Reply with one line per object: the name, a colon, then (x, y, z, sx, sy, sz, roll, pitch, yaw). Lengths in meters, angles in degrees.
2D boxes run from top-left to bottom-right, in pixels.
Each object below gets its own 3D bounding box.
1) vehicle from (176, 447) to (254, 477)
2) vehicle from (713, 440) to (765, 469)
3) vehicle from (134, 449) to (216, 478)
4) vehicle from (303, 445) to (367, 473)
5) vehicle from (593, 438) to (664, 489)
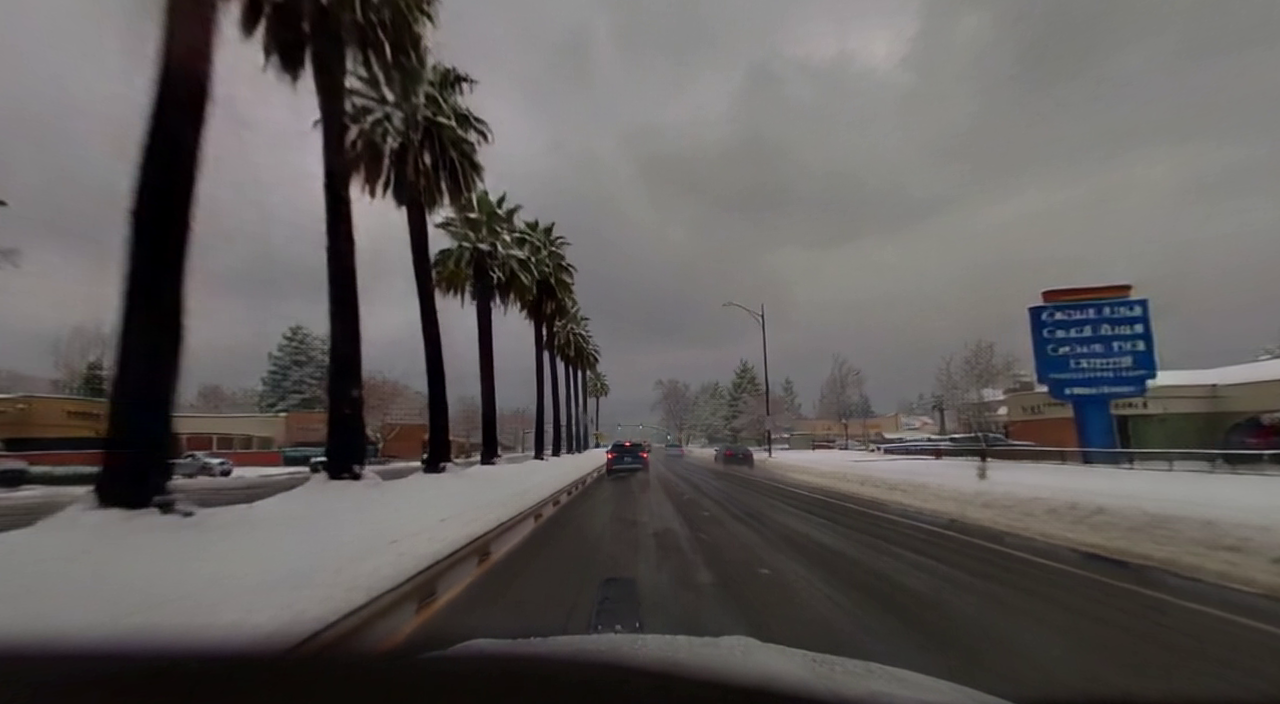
vehicle: (-27.017, 6.975, 40.319, 1.934, 1.736, 4.341, 0, -9, -1)
vehicle: (5.885, 6.206, 38.260, 2.244, 1.618, 4.585, 0, -9, -2)
vehicle: (-29.833, 7.129, 40.690, 2.011, 1.753, 4.066, 0, -9, 2)
vehicle: (-19.293, 6.762, 40.223, 2.021, 1.666, 4.247, 0, -9, -1)
vehicle: (-0.349, 3.602, 20.756, 2.106, 1.496, 3.964, 0, -9, 0)
